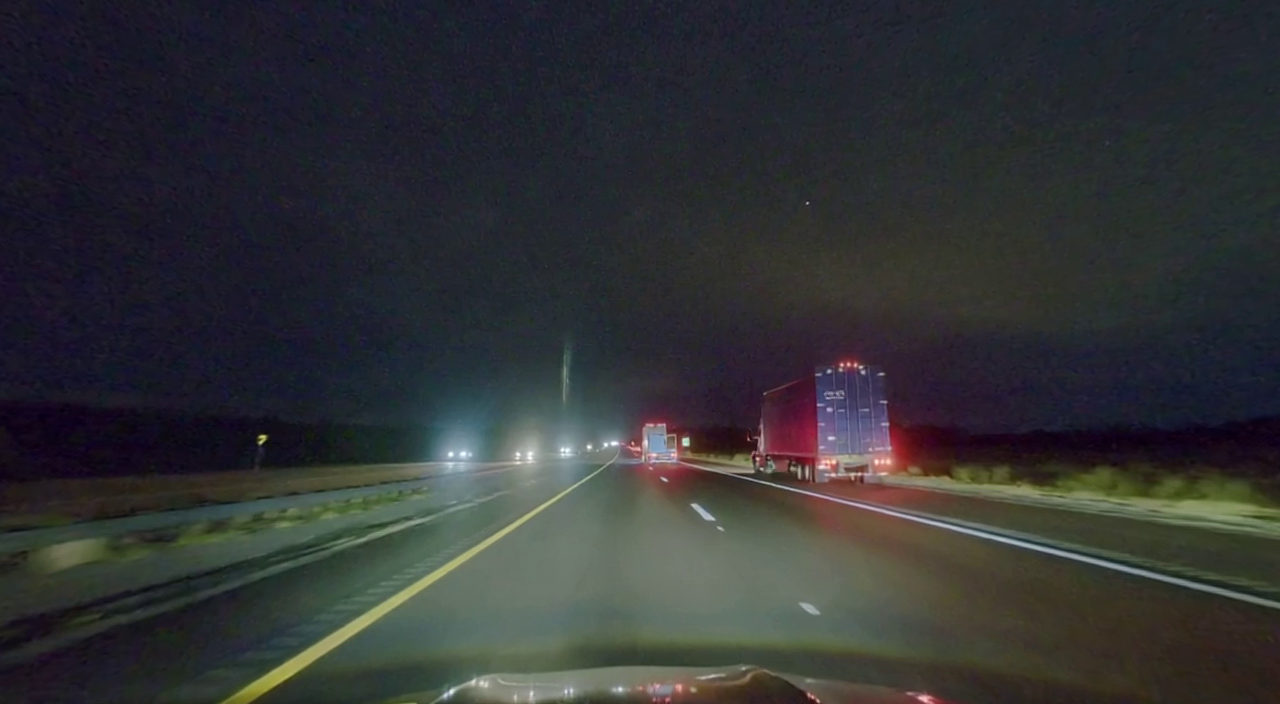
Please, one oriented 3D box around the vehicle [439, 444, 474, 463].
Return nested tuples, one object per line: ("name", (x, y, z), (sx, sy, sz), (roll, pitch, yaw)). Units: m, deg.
("vehicle", (-14.405, 8.000, 49.578), (1.752, 1.472, 3.546), (0, -9, -1))
